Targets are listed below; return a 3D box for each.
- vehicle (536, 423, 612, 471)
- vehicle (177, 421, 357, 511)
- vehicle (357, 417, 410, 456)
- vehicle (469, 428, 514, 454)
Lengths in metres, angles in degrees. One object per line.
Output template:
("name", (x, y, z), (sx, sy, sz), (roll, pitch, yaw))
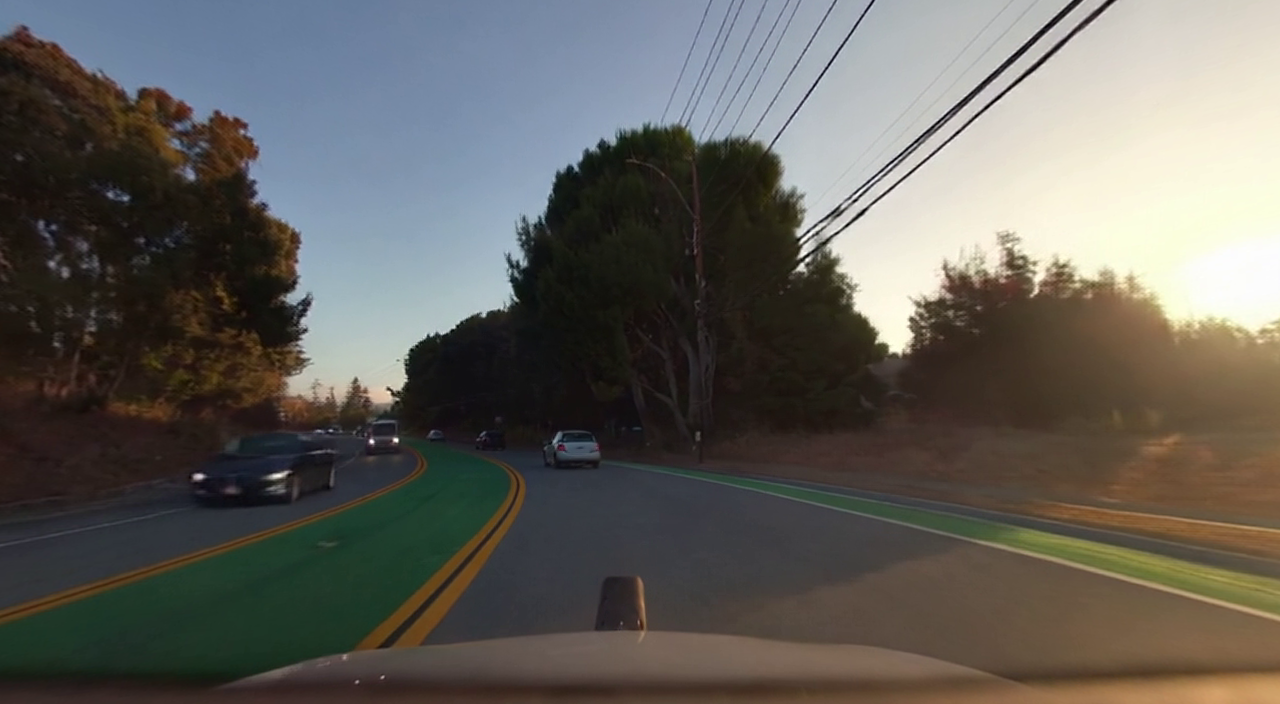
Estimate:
("vehicle", (-2.817, 3.907, 26.081), (2.140, 1.767, 4.720), (3, -9, -18))
("vehicle", (-8.041, 2.474, 14.168), (2.000, 1.683, 4.115), (1, -8, -9))
("vehicle", (-14.789, 4.929, 36.683), (2.524, 2.051, 5.963), (3, -9, -20))
("vehicle", (-10.501, 6.268, 44.341), (2.075, 1.699, 4.520), (4, -9, -25))
